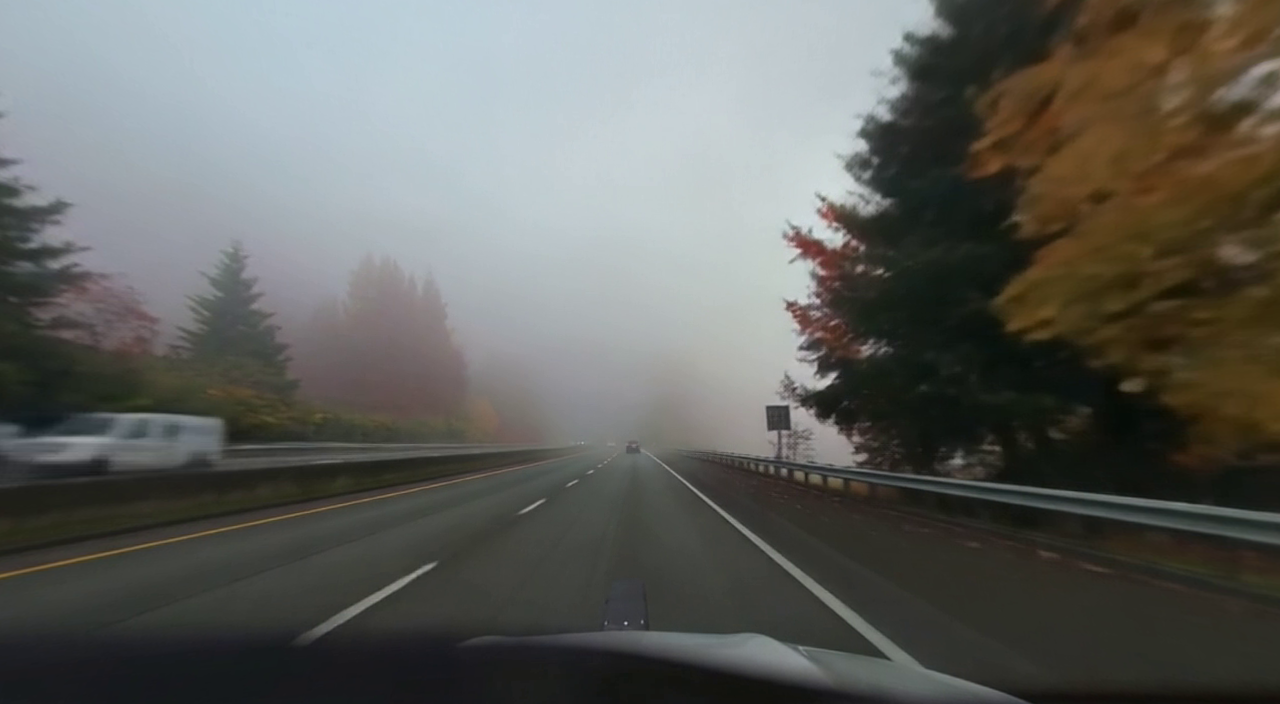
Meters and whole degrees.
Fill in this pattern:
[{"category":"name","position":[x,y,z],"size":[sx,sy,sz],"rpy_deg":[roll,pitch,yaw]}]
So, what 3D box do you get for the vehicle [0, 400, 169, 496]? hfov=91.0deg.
[{"category":"vehicle","position":[-12.613,1.975,13.004],"size":[2.040,1.719,4.701],"rpy_deg":[0,-8,0]}]
